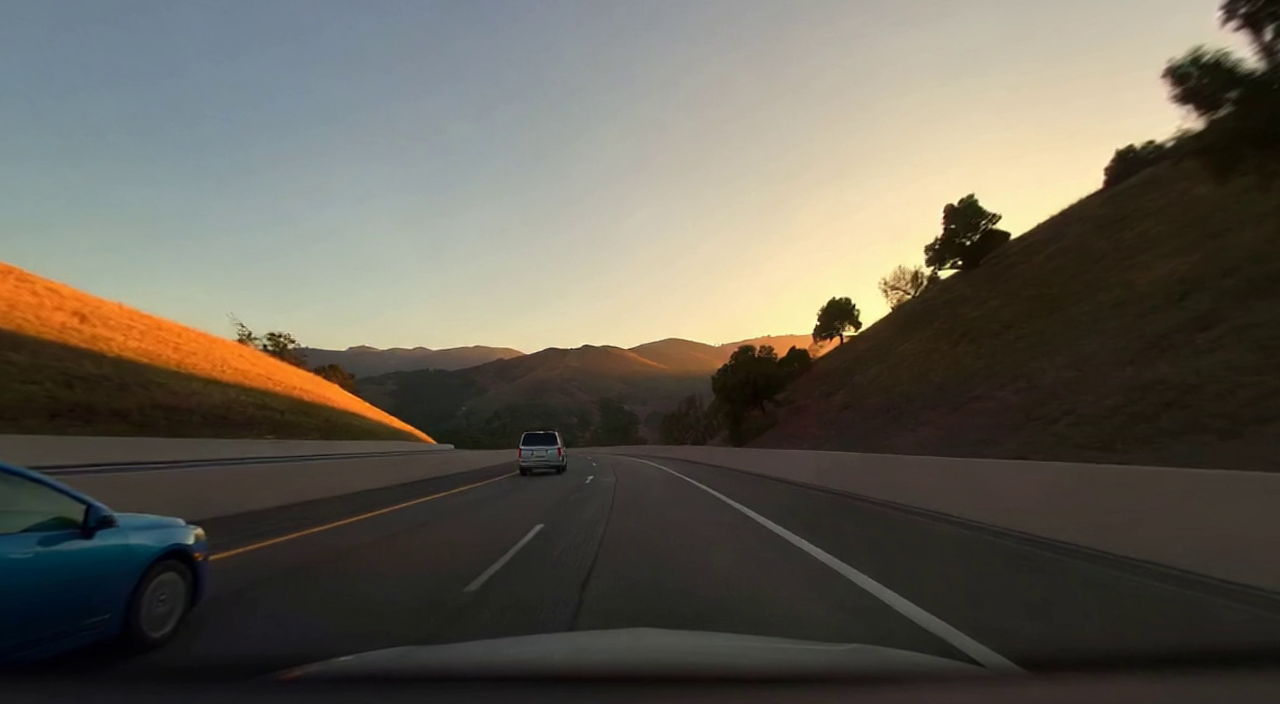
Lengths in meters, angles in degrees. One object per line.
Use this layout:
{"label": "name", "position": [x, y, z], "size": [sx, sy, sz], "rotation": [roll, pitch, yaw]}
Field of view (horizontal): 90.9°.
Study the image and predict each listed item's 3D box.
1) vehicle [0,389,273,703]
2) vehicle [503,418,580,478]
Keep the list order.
{"label": "vehicle", "position": [-4.021, 0.898, 2.671], "size": [2.097, 1.511, 4.585], "rotation": [0, -8, 1]}
{"label": "vehicle", "position": [-3.948, 4.001, 26.383], "size": [2.444, 2.204, 5.568], "rotation": [0, -8, -1]}
